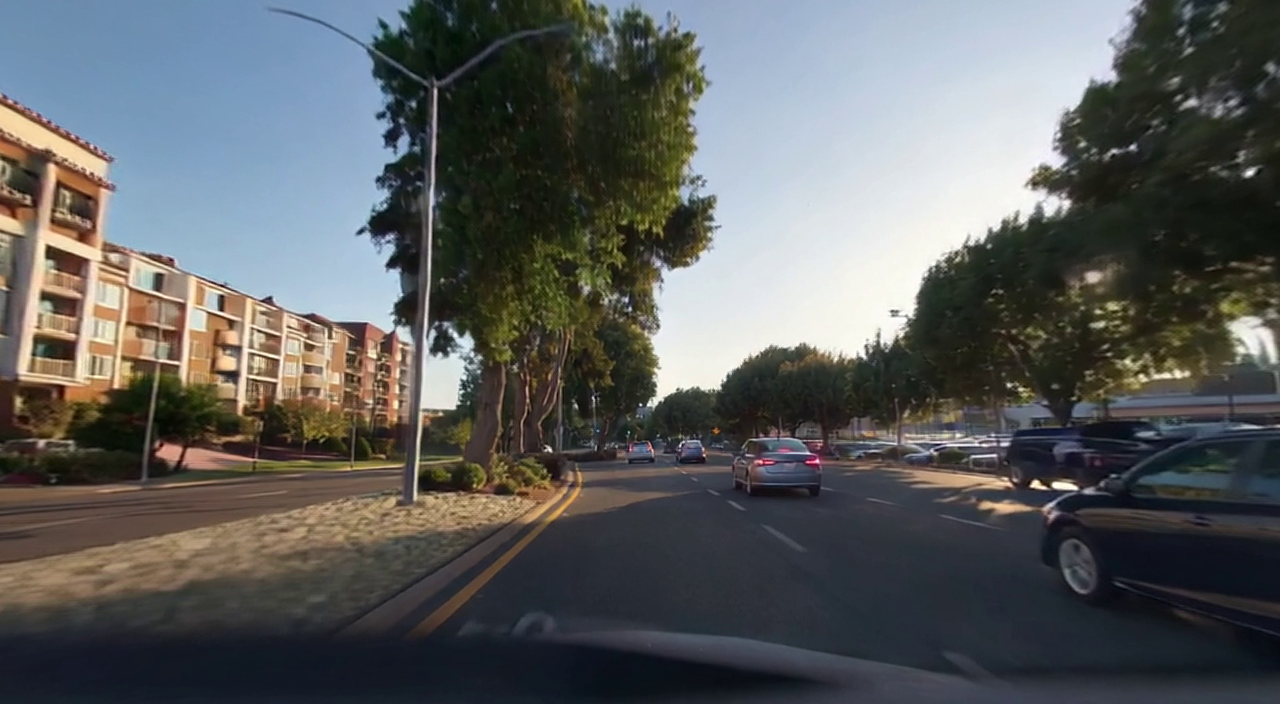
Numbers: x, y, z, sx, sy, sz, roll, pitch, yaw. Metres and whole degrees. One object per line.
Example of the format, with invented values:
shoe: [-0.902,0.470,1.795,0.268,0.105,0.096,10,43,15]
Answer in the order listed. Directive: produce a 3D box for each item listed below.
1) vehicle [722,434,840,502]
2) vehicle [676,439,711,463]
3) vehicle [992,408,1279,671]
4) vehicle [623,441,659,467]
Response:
vehicle: [3.522,3.003,16.781,1.953,1.514,4.672,0,-9,-1]
vehicle: [3.750,7.126,45.354,2.041,1.611,4.426,0,-9,-1]
vehicle: [4.740,1.129,3.994,2.098,1.507,4.655,0,-9,-4]
vehicle: [0.021,6.202,38.448,2.095,1.456,3.873,0,-9,-1]
